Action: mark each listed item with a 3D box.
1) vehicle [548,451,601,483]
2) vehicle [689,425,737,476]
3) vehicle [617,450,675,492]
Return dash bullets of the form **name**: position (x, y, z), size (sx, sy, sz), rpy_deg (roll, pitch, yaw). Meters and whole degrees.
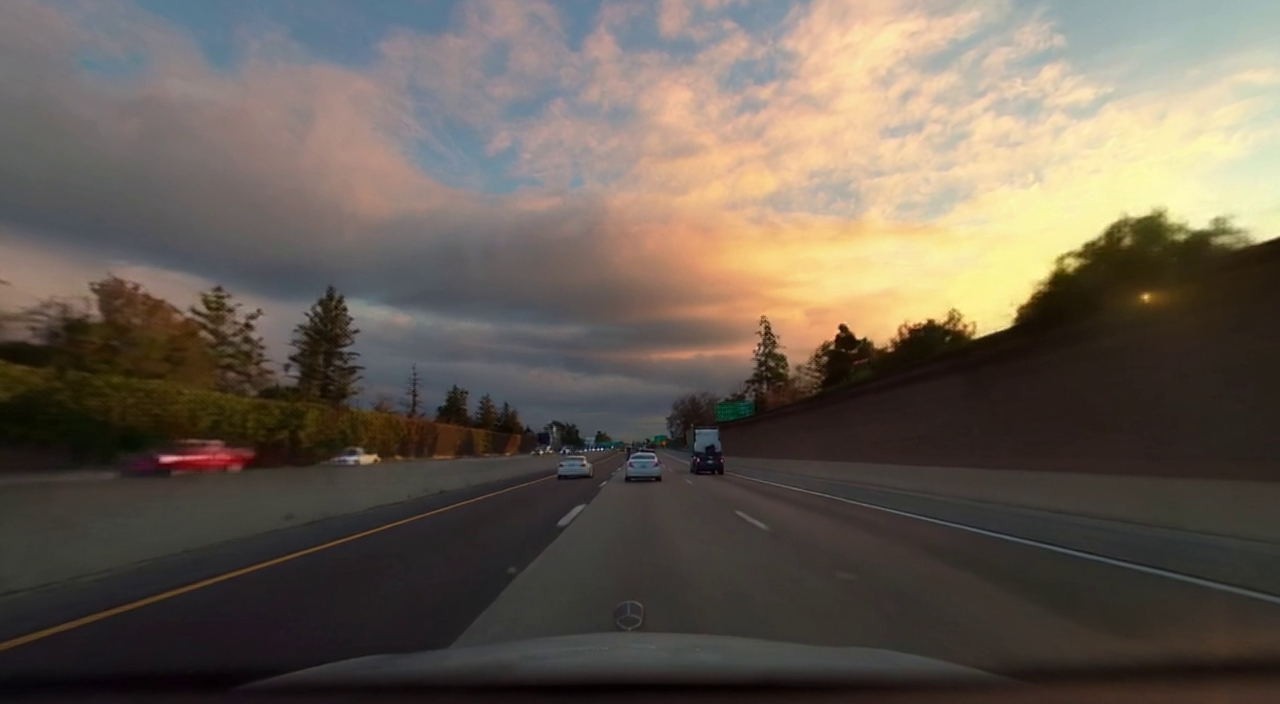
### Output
- **vehicle**: position (-3.121, 5.592, 30.892), size (2.105, 1.467, 4.099), rpy_deg (0, -9, 1)
- **vehicle**: position (4.890, 6.499, 41.251), size (2.650, 2.978, 6.937), rpy_deg (-2, -10, 10)
- **vehicle**: position (0.186, 4.663, 25.050), size (2.089, 1.516, 4.191), rpy_deg (0, -9, -1)
